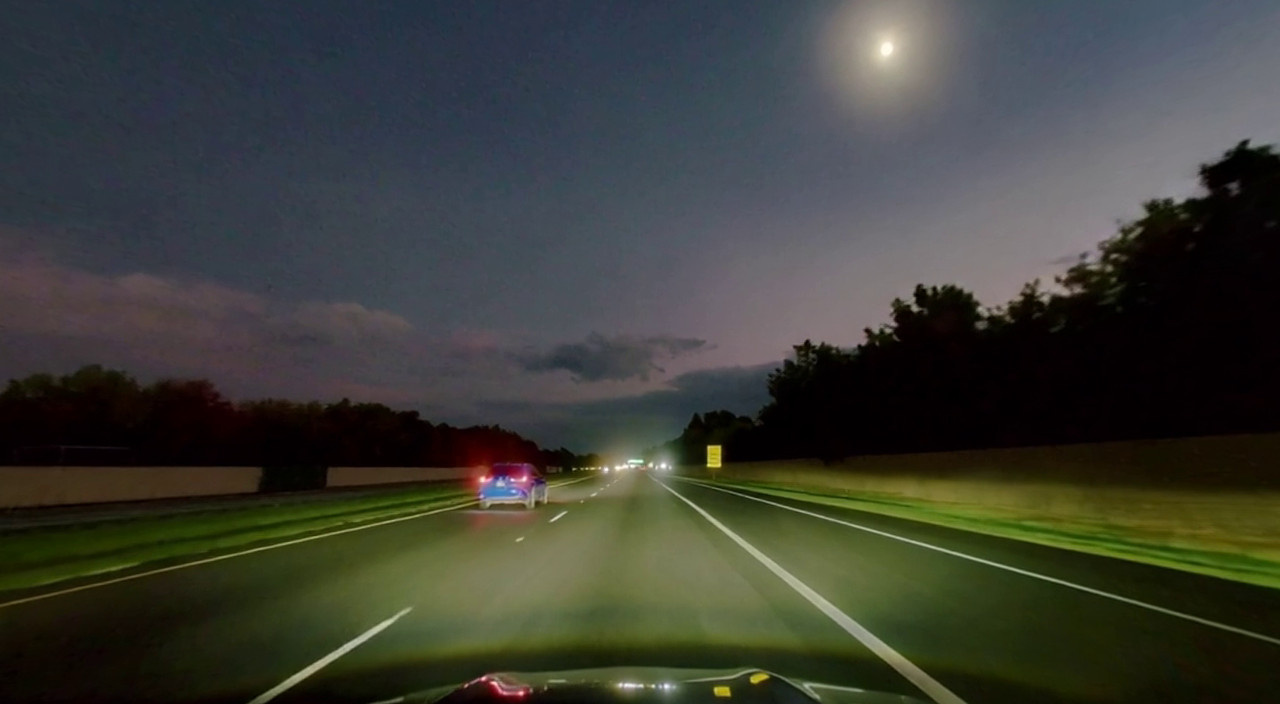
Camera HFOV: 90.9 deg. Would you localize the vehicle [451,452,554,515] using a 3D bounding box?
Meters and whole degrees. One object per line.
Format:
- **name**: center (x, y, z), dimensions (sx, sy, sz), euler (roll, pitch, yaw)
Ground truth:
- **vehicle**: center (-3.937, 3.903, 18.981), dimensions (1.928, 1.593, 4.871), euler (1, -10, 1)
